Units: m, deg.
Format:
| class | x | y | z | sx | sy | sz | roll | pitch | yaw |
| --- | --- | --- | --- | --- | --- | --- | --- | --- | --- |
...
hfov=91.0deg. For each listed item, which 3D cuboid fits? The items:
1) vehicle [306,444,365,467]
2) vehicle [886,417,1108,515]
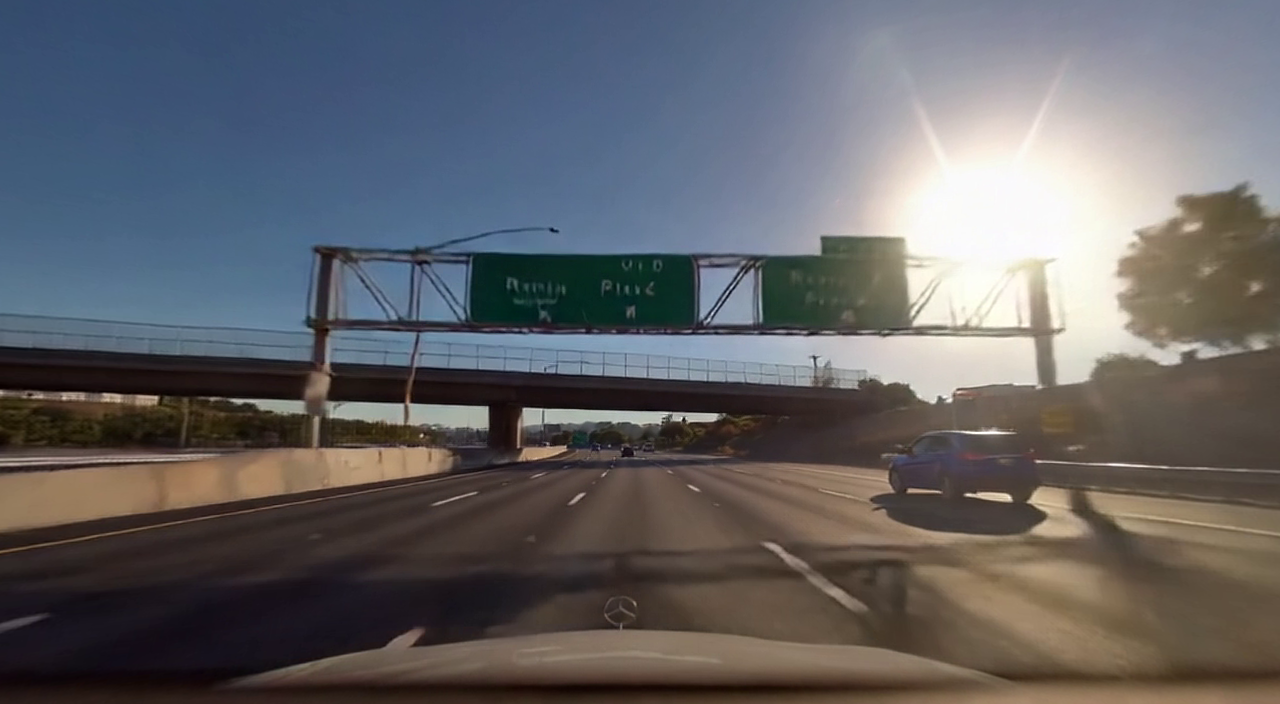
| class | x | y | z | sx | sy | sz | roll | pitch | yaw |
| --- | --- | --- | --- | --- | --- | --- | --- | --- | --- |
| vehicle | -22.004 | 7.509 | 45.731 | 2.091 | 1.558 | 4.396 | -1 | -9 | 0 |
| vehicle | 7.183 | 2.350 | 13.383 | 2.091 | 1.711 | 4.383 | 0 | -9 | -1 |
